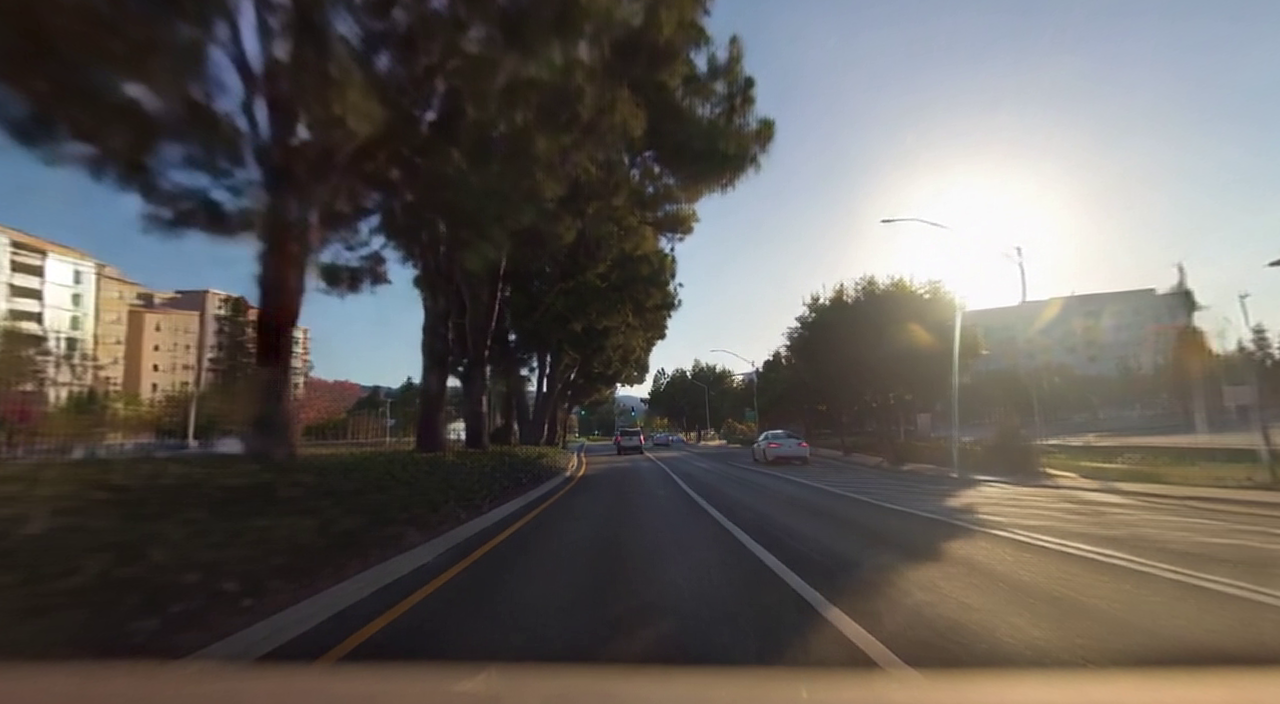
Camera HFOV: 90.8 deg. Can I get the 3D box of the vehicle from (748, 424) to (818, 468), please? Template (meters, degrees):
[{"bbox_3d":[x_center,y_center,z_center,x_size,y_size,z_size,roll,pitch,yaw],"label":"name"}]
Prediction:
[{"bbox_3d":[6.379,4.273,28.720,2.026,1.804,4.565,0,-8,-1],"label":"vehicle"}]

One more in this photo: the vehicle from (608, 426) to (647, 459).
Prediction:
[{"bbox_3d":[-0.743,5.443,37.916,2.193,1.794,4.457,0,-8,-2],"label":"vehicle"}]

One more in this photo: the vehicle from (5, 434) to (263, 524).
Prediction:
[{"bbox_3d":[-10.637,2.664,13.882,2.002,1.620,4.471,0,-8,-1],"label":"vehicle"}]
